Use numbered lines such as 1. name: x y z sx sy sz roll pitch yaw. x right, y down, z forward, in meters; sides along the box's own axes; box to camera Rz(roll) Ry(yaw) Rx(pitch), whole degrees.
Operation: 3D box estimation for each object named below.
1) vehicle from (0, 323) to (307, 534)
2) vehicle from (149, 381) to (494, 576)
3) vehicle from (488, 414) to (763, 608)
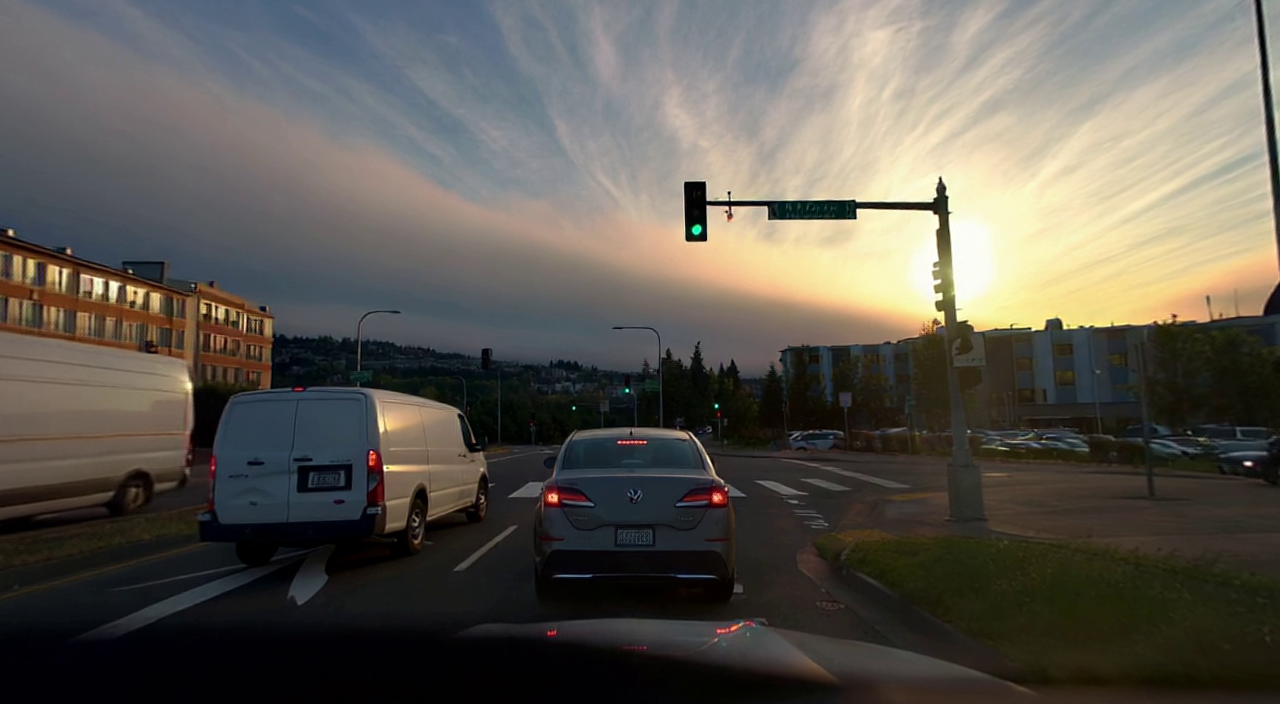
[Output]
1. vehicle: -10.756 1.406 11.398 2.973 3.009 12.605 -1 -7 -2
2. vehicle: -3.585 1.523 8.517 2.076 1.820 5.100 0 -8 -1
3. vehicle: -0.116 1.467 6.776 2.064 1.452 3.942 0 -8 0
